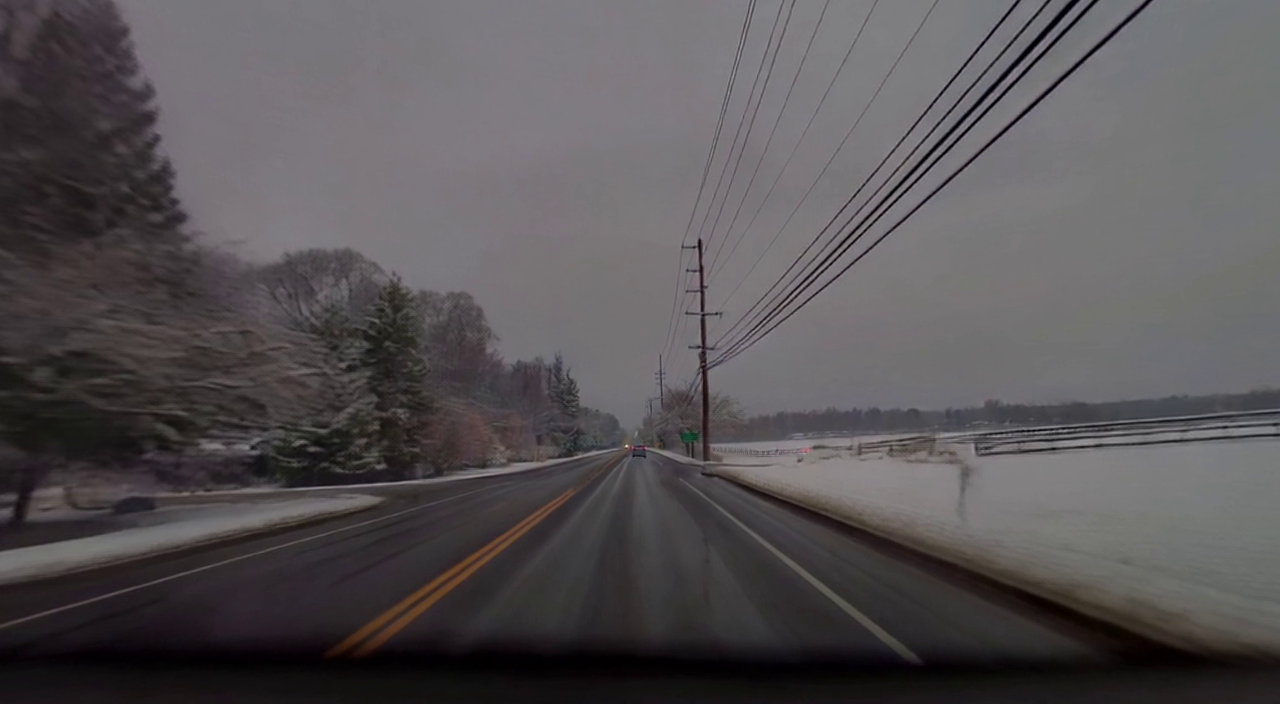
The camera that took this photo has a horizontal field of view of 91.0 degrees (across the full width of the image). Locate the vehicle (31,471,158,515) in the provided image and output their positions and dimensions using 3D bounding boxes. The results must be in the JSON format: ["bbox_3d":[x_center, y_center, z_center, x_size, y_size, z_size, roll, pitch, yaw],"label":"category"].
[{"bbox_3d":[-28.406,7.335,32.897,4.729,1.830,2.178,-4,-9,3],"label":"vehicle"}]
